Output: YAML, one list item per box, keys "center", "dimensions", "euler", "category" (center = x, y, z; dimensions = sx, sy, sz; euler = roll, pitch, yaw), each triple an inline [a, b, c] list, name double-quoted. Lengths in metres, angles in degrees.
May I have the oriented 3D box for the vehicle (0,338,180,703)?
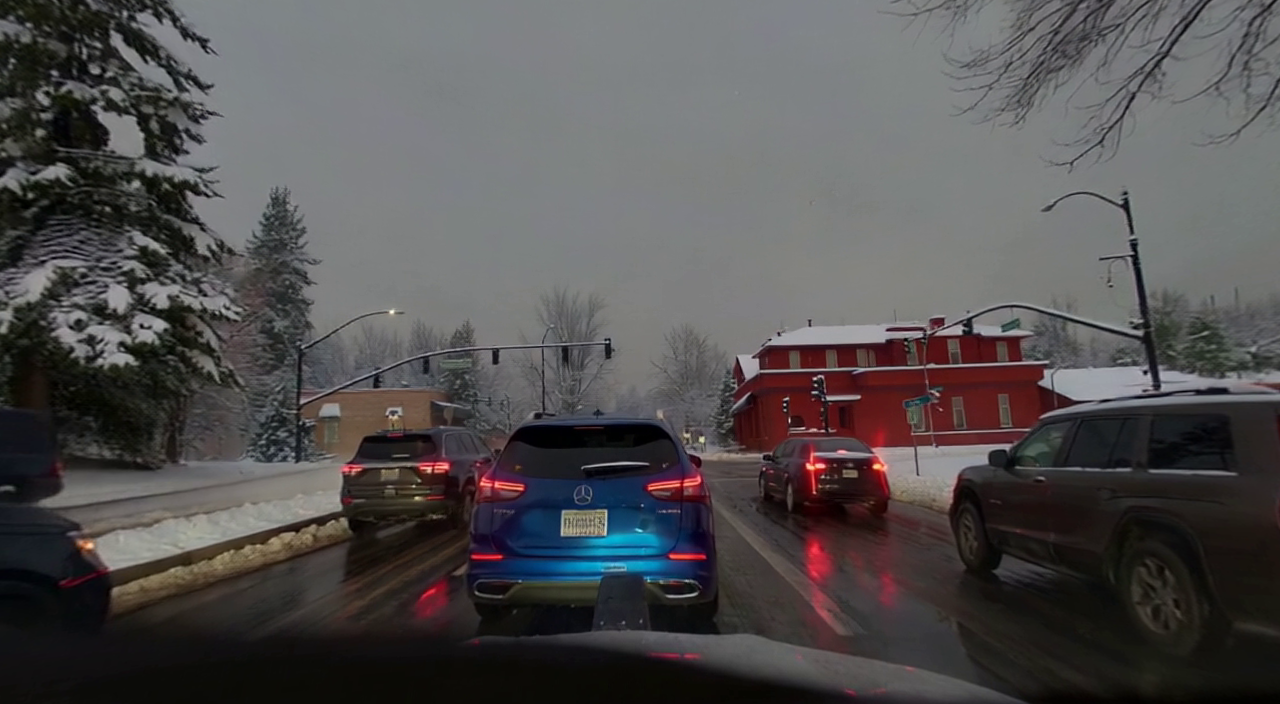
- center: [-3.467, 0.617, 0.979]
  dimensions: [2.047, 1.741, 4.470]
  euler: [0, -8, 1]
  category: "vehicle"

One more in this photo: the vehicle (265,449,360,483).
- center: [-15.572, 5.432, 30.306]
  dimensions: [1.989, 1.461, 4.615]
  euler: [0, -8, 2]
  category: "vehicle"

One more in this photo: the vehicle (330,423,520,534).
- center: [-3.767, 2.290, 12.039]
  dimensions: [2.012, 1.701, 4.316]
  euler: [0, -8, 1]
  category: "vehicle"

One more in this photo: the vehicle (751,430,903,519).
- center: [3.637, 2.440, 13.053]
  dimensions: [1.847, 1.554, 3.885]
  euler: [0, -8, -2]
  category: "vehicle"

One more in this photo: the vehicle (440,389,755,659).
- center: [-0.167, 1.397, 6.158]
  dimensions: [2.022, 1.700, 4.084]
  euler: [0, -8, 3]
  category: "vehicle"

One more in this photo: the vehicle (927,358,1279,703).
- center: [4.152, 1.194, 4.852]
  dimensions: [2.014, 1.740, 4.515]
  euler: [-1, -8, 4]
  category: "vehicle"
